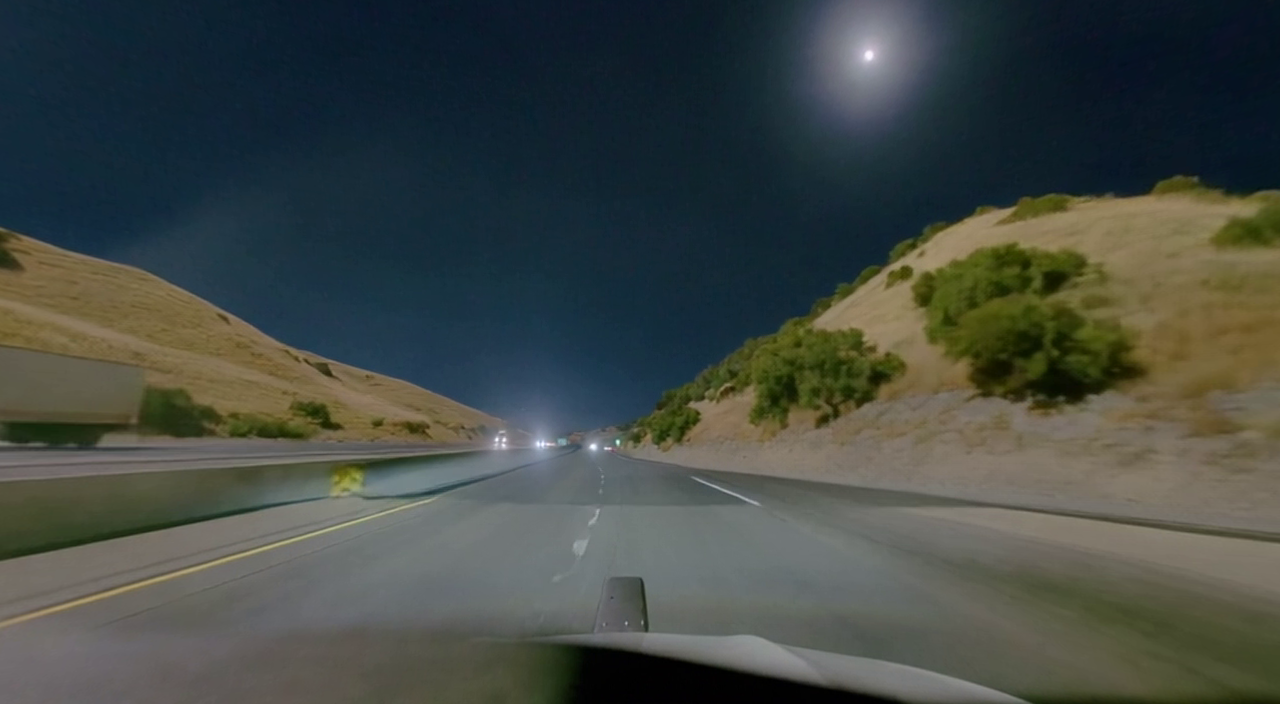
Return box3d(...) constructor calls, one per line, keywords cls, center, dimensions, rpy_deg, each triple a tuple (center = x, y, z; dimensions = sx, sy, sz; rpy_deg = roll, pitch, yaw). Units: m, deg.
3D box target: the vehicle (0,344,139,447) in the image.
box3d(cls="vehicle", center=(-27.962, 1.616, 25.022), dimensions=(2.941, 4.199, 16.568), rpy_deg=(1, -9, -1))
